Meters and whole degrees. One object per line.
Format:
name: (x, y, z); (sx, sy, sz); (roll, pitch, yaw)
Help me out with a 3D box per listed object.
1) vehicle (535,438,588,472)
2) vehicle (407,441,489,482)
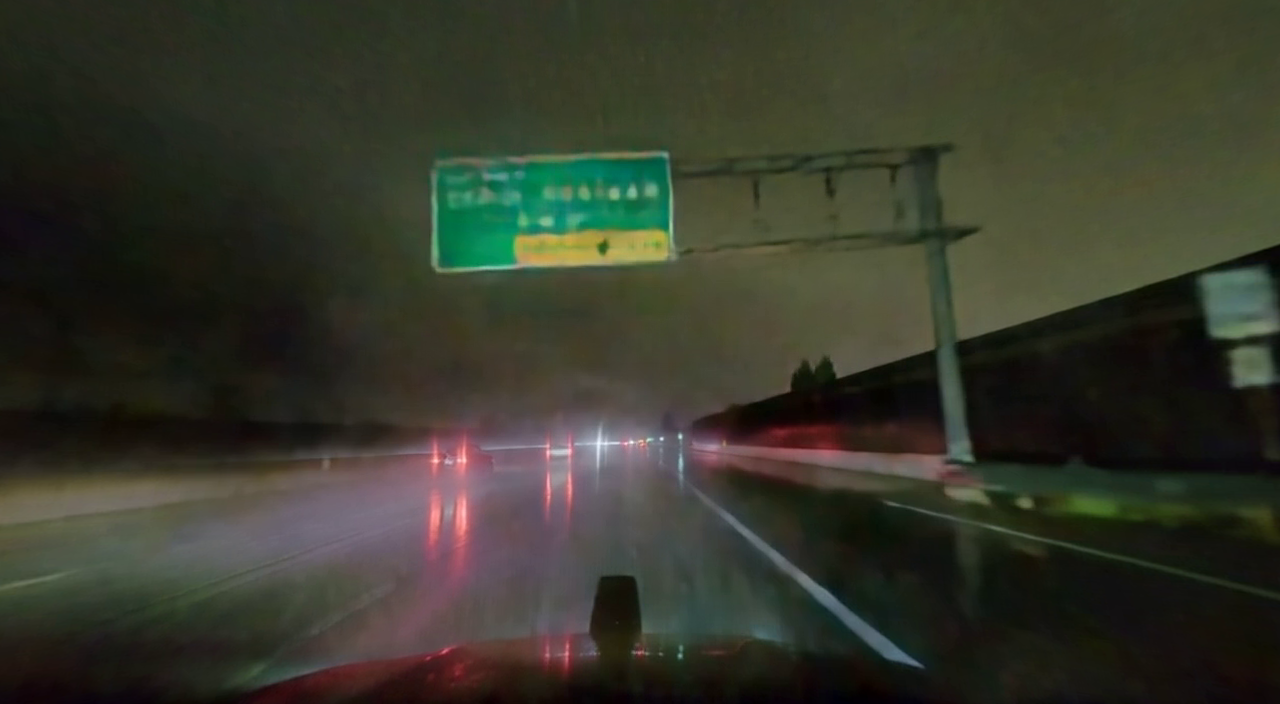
vehicle: (-4.122, 5.454, 33.791); (2.200, 1.662, 5.091); (0, -8, 0)
vehicle: (-7.900, 4.514, 26.383); (1.924, 1.519, 4.791); (0, -8, 0)
